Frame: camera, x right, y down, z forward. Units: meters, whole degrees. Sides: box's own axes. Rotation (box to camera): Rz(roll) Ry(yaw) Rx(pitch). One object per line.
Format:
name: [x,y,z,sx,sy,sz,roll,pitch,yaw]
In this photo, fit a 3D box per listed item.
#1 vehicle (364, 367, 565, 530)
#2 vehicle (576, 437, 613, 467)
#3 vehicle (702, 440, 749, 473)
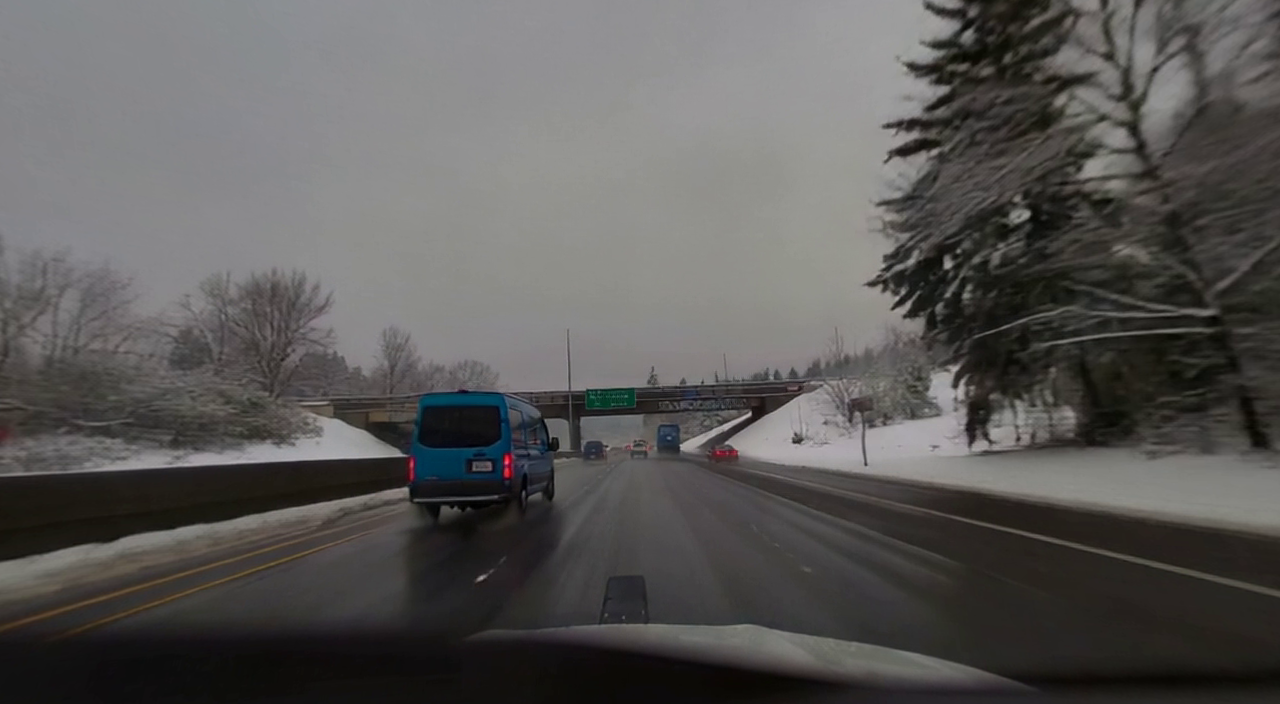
vehicle: [-3.181,2.002,13.154,2.451,2.627,5.868,0,-9,0]
vehicle: [-3.218,7.237,45.747,2.334,2.051,4.900,0,-9,0]
vehicle: [4.648,5.788,34.963,1.936,1.664,4.198,0,-9,-1]
